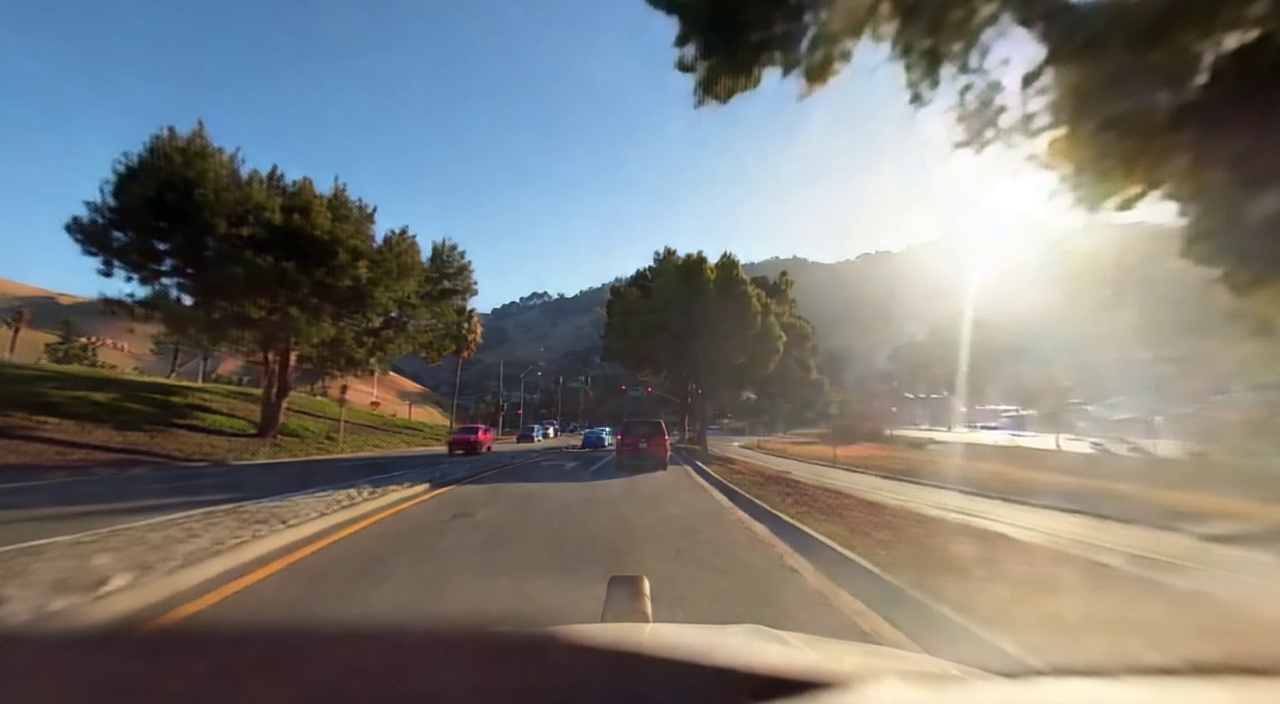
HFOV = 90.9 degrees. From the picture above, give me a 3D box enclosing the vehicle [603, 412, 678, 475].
[{"bbox_3d":[0.014,2.984,20.623,2.185,1.822,4.391,0,-8,0],"label":"vehicle"}]
